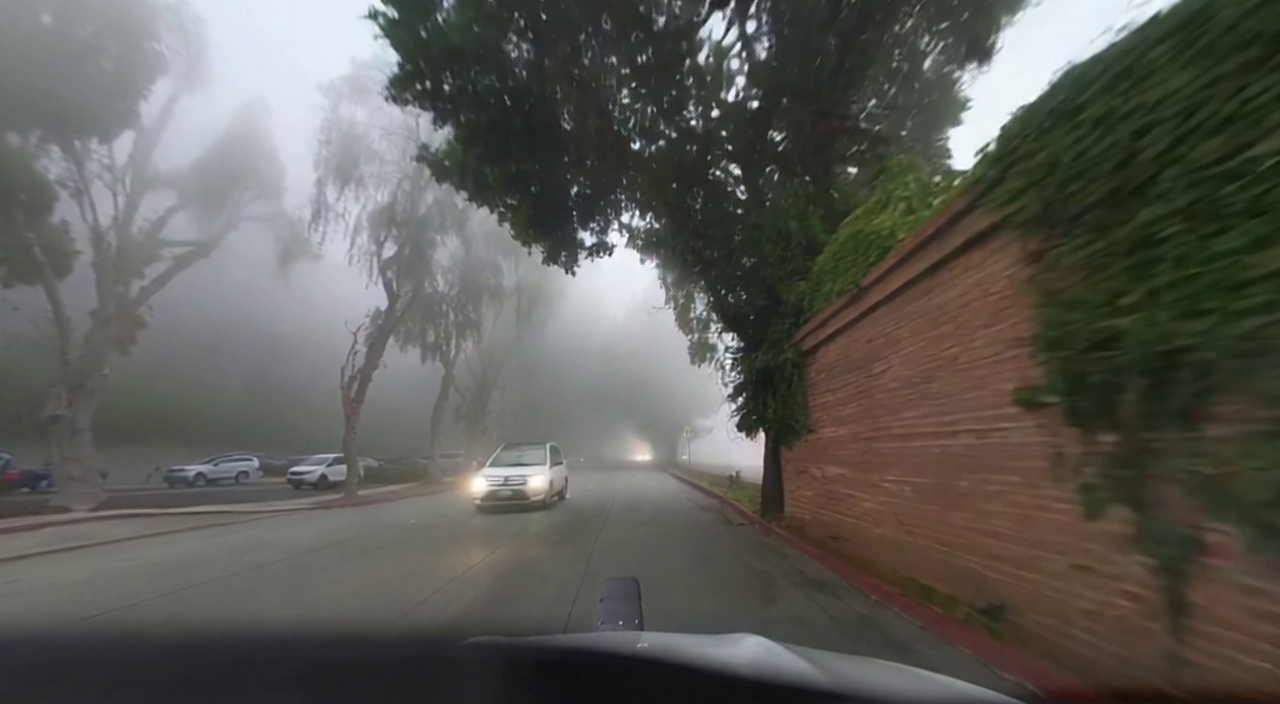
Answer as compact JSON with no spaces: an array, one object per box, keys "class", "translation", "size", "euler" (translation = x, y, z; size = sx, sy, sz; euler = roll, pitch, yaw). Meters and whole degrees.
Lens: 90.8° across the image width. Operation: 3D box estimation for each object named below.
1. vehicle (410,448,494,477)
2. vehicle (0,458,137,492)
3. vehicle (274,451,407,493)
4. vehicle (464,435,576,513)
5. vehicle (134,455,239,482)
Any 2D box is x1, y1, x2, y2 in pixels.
[{"class":"vehicle","translation":[-13.754,8.145,46.558],"size":[5.428,1.908,2.196],"euler":[1,-10,0]},{"class":"vehicle","translation":[-26.020,5.602,28.884],"size":[4.374,1.455,1.918],"euler":[0,-9,0]},{"class":"vehicle","translation":[-13.314,5.353,28.306],"size":[4.870,1.767,2.120],"euler":[0,-9,2]},{"class":"vehicle","translation":[-2.921,3.080,16.371],"size":[2.047,1.725,4.288],"euler":[0,-9,0]},{"class":"vehicle","translation":[-26.980,6.957,37.719],"size":[4.736,1.516,1.937],"euler":[0,-9,1]}]
